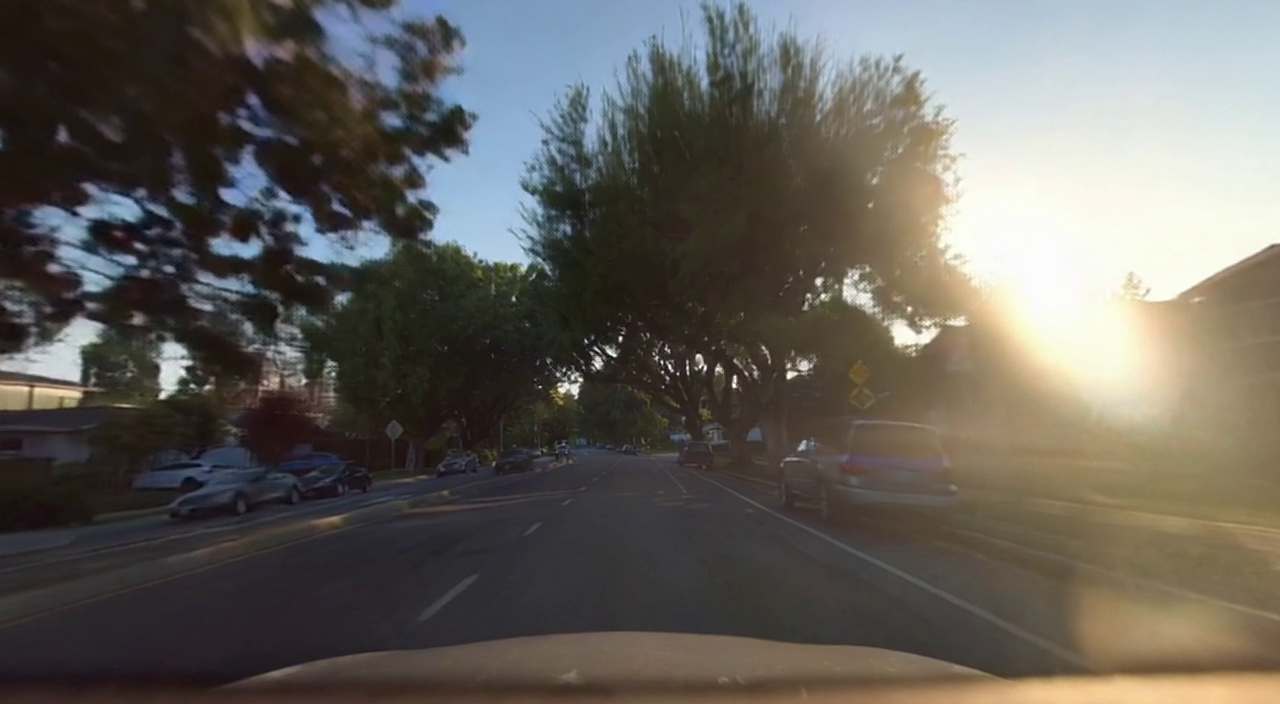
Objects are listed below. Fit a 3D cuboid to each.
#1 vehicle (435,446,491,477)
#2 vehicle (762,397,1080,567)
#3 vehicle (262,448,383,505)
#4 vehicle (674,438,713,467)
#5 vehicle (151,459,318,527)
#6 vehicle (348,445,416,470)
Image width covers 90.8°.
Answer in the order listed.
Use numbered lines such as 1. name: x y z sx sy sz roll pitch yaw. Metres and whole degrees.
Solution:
1. vehicle: -11.210 6.933 40.376 2.293 1.836 4.586 0 -8 -1
2. vehicle: 3.826 1.937 10.319 2.319 1.938 5.961 0 -8 -1
3. vehicle: -11.126 4.353 22.607 1.981 1.790 4.682 0 -8 -1
4. vehicle: 3.566 6.832 43.166 2.176 1.793 5.534 0 -8 -1
5. vehicle: -11.094 3.828 17.764 1.815 1.532 4.517 0 -8 -2
6. vehicle: -20.298 8.336 49.843 4.398 1.902 2.043 0 -8 1
